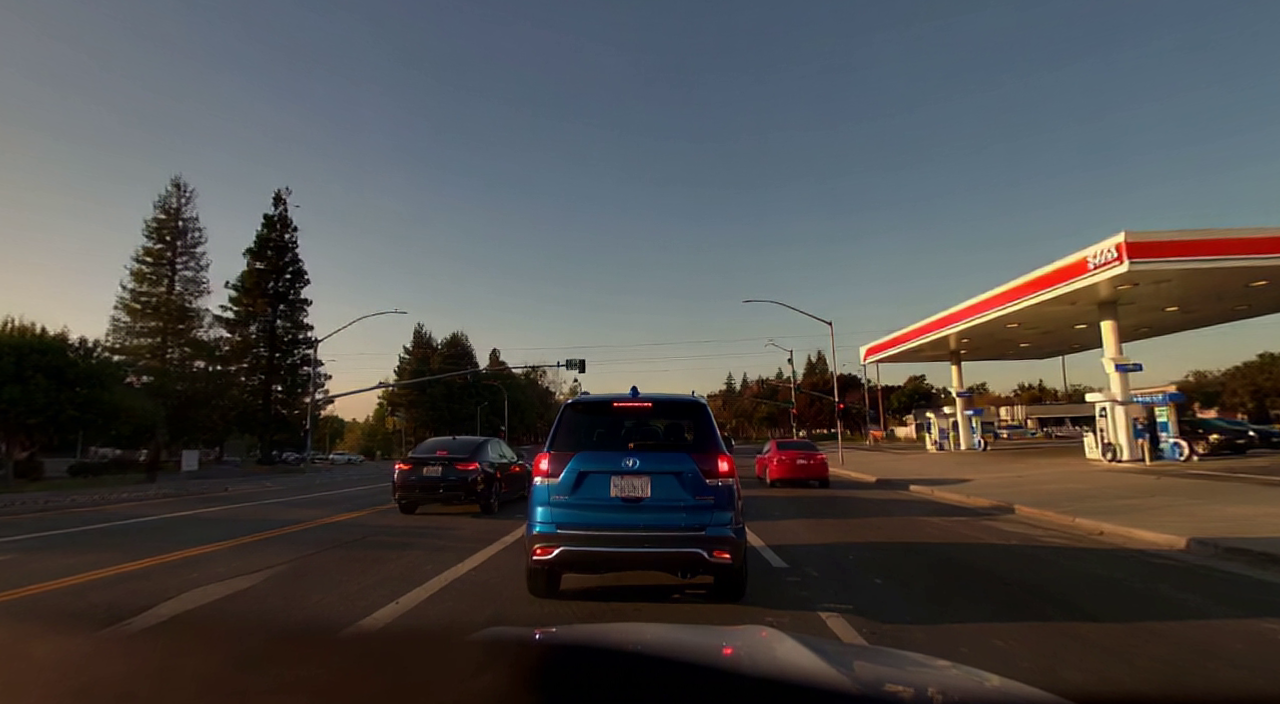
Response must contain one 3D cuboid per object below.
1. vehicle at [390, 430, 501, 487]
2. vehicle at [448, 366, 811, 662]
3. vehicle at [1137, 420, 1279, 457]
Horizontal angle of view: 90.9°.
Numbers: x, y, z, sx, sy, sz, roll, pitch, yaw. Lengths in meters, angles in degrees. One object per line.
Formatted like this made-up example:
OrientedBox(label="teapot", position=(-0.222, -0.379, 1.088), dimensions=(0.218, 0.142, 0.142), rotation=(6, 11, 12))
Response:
OrientedBox(label="vehicle", position=(-6.645, 3.709, 22.170), dimensions=(2.065, 1.753, 4.525), rotation=(-1, -9, 6))
OrientedBox(label="vehicle", position=(0.011, 1.319, 6.134), dimensions=(2.236, 1.819, 4.291), rotation=(0, -9, 2))
OrientedBox(label="vehicle", position=(25.940, 3.968, 28.782), dimensions=(4.551, 1.616, 1.973), rotation=(-2, -9, 11))
